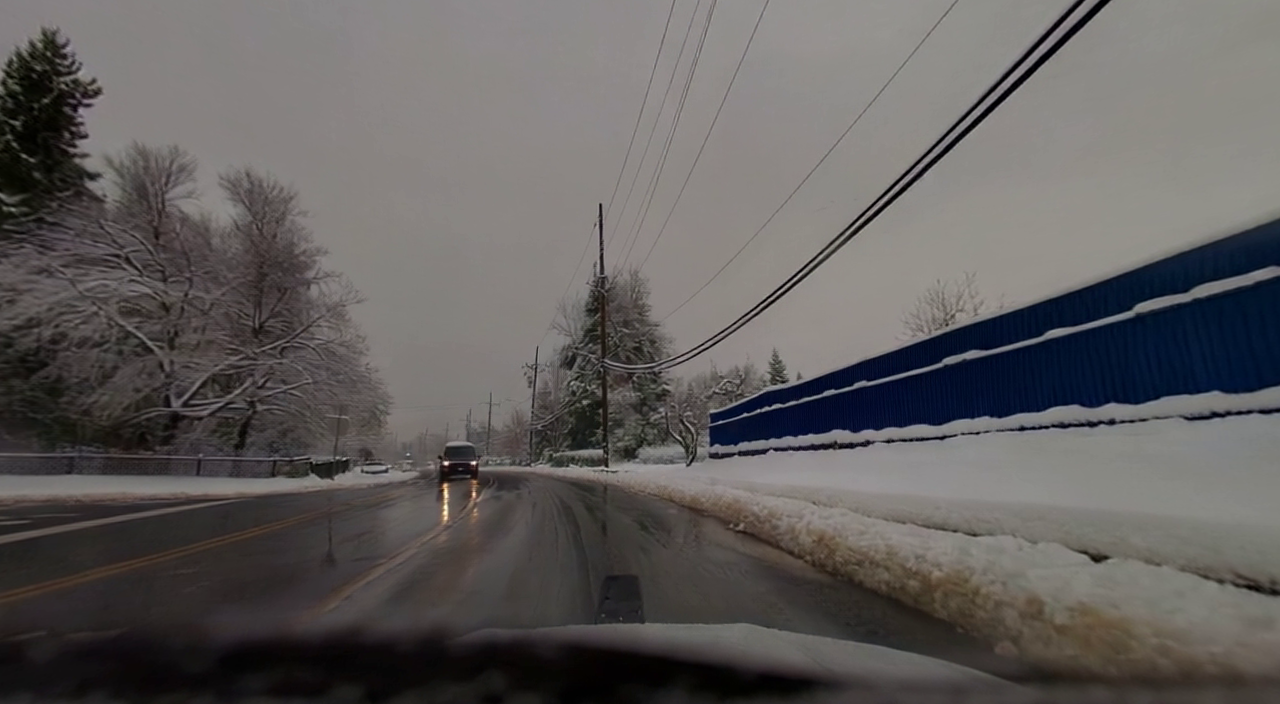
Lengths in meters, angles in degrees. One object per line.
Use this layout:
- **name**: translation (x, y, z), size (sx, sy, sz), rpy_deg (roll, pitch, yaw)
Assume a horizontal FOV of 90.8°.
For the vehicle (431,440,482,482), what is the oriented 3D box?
- **vehicle**: translation (-9.056, 5.376, 31.471), size (2.185, 1.901, 4.177), rpy_deg (2, -9, -14)
